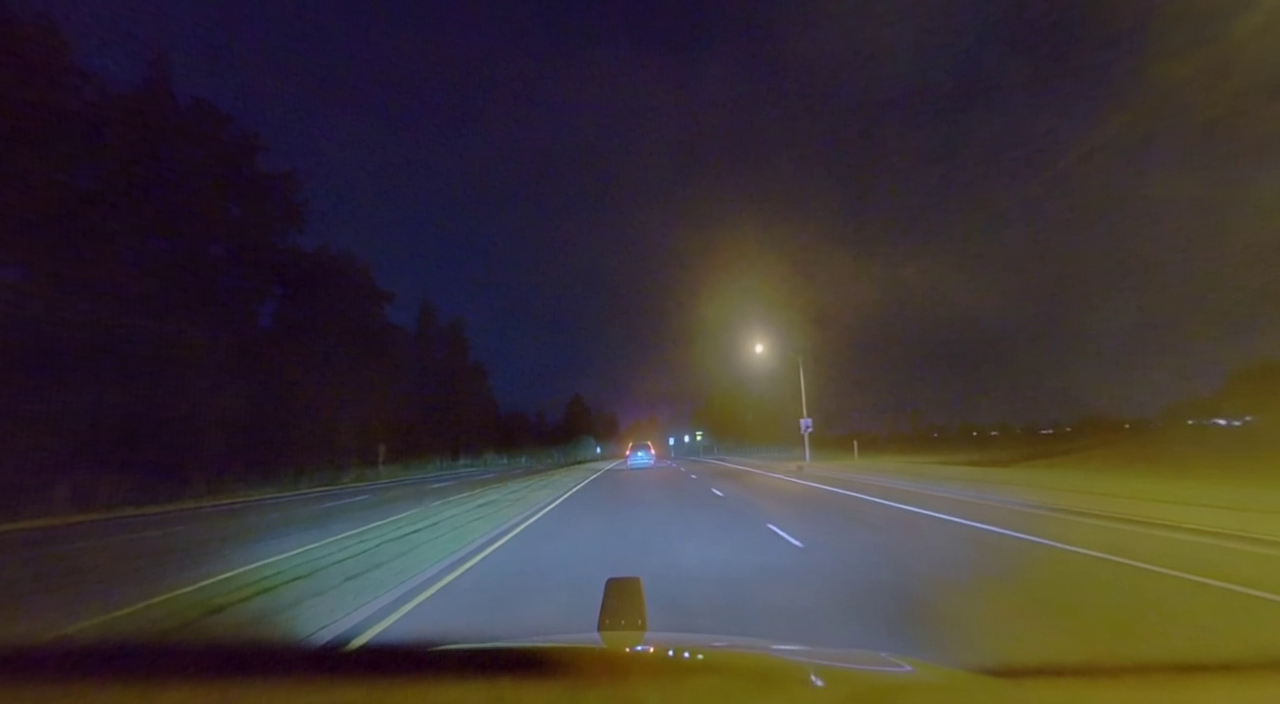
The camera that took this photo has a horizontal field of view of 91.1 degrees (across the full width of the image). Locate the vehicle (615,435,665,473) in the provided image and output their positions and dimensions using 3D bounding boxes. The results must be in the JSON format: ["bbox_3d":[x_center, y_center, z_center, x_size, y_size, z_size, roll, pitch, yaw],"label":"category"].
[{"bbox_3d":[0.007,5.007,30.956,2.256,1.734,4.176,0,-9,0],"label":"vehicle"}]
